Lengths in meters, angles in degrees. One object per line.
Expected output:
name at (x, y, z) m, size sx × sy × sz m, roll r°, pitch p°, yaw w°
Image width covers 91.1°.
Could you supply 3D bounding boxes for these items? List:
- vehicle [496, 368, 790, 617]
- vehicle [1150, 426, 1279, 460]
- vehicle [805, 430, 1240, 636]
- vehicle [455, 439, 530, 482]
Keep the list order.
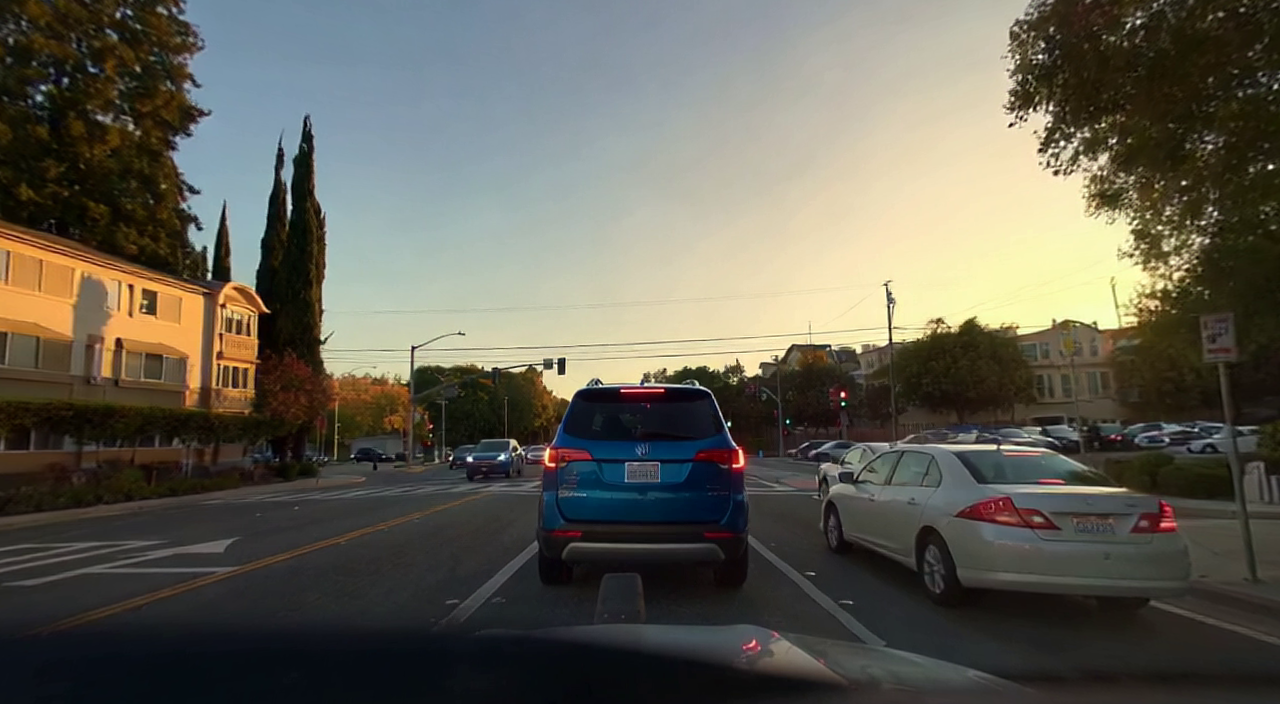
vehicle at (-0.035, 1.403, 7.098) m, size 2.296 × 1.947 × 4.168 m, roll 0°, pitch -8°, yaw -2°
vehicle at (25.954, 4.079, 28.184) m, size 4.420 × 1.469 × 1.807 m, roll 0°, pitch -8°, yaw 1°
vehicle at (3.382, 1.649, 6.847) m, size 1.900 × 1.478 × 4.425 m, roll 0°, pitch -8°, yaw -1°
vehicle at (-6.450, 4.780, 28.034) m, size 2.153 × 1.728 × 4.753 m, roll 0°, pitch -8°, yaw 0°
